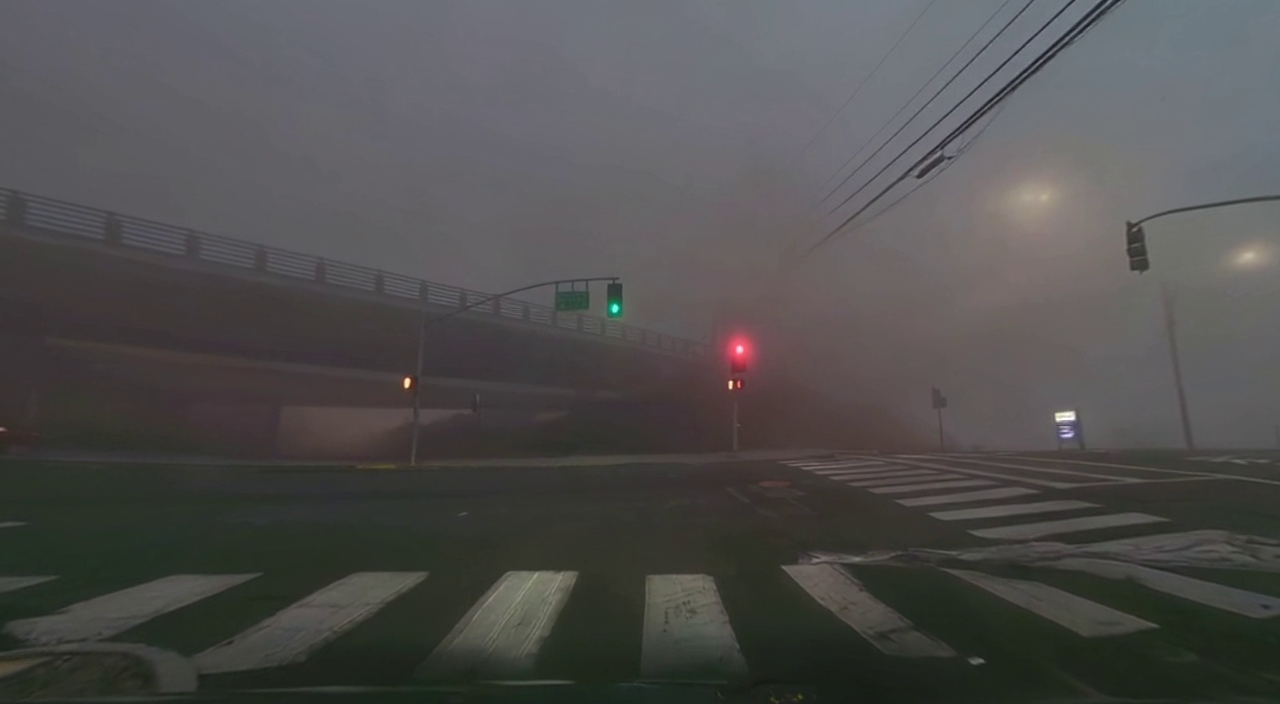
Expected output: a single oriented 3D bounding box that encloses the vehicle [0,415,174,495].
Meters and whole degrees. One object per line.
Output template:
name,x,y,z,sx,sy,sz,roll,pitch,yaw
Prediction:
vehicle,-13.074,2.255,13.998,3.897,1.637,1.832,0,-9,-4
